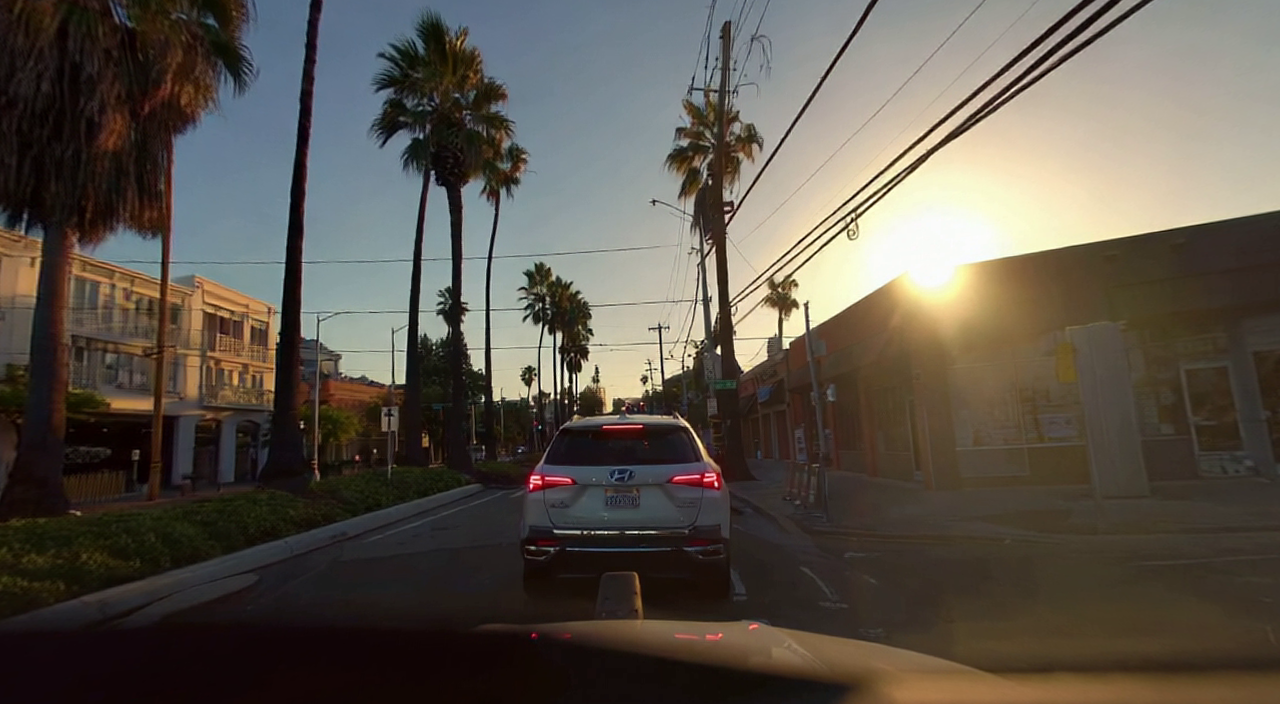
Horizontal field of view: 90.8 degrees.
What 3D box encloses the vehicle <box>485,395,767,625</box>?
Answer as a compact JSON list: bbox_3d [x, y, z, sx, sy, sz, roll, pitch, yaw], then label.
[{"bbox_3d":[-0.190,1.449,6.682,2.105,1.702,3.750,0,-8,-3],"label":"vehicle"}]
